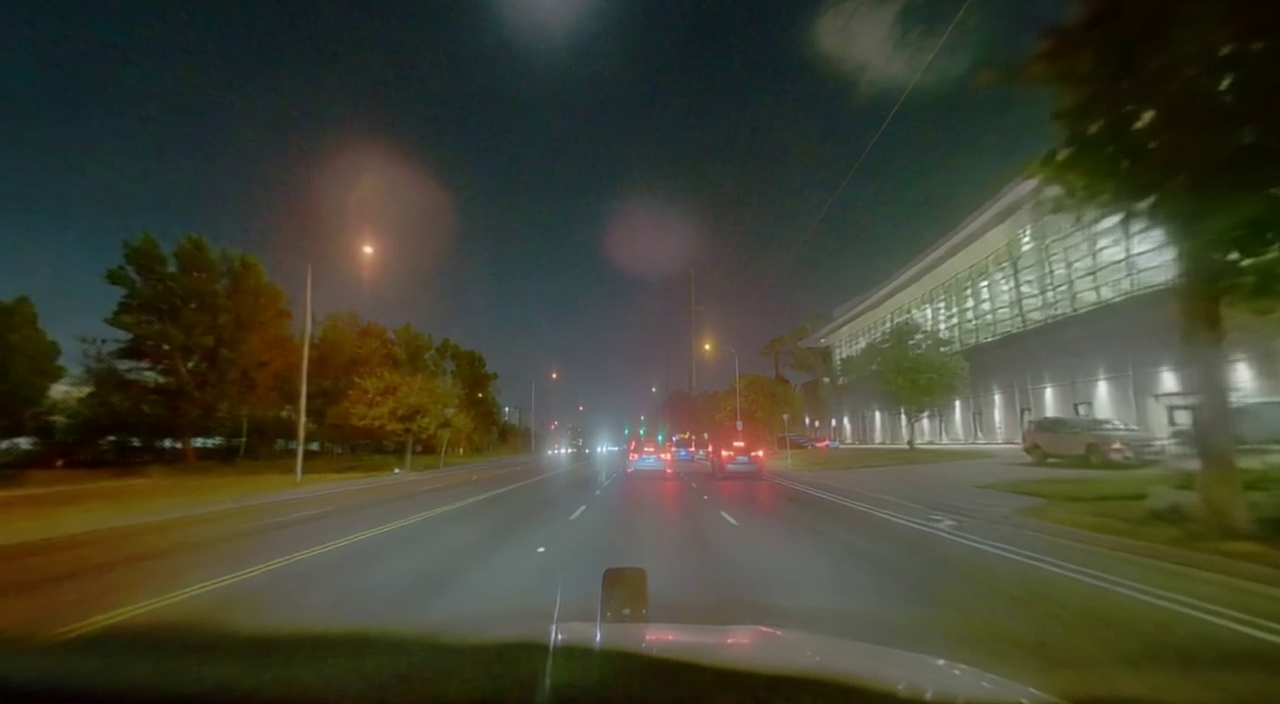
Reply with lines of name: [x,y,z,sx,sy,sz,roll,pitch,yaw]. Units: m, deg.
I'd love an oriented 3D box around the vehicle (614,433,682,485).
vehicle: [0.290,3.753,22.462,2.200,1.653,4.127,0,-8,1]

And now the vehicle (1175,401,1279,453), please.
vehicle: [20.649,2.454,20.352,1.943,1.617,4.713,3,-9,-16]

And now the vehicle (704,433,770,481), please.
vehicle: [3.684,4.045,24.657,1.914,1.698,4.049,0,-8,0]
